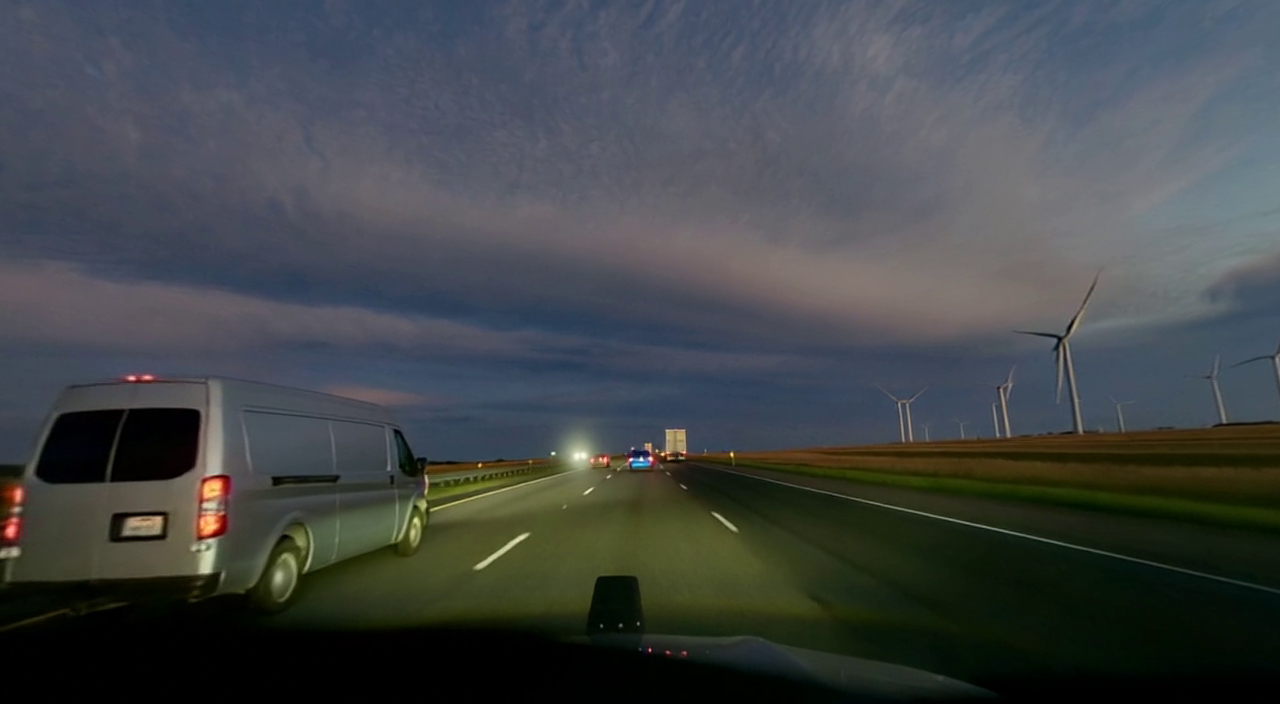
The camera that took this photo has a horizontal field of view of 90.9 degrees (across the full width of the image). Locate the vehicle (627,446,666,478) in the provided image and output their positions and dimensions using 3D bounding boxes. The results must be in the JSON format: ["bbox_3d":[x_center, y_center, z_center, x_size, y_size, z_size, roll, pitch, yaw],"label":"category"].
[{"bbox_3d":[0.360,6.200,35.840,2.083,1.689,4.083,-1,-9,0],"label":"vehicle"}]

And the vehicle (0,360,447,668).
[{"bbox_3d":[-3.862,1.407,6.497,2.238,1.984,4.650,0,-9,0],"label":"vehicle"}]
